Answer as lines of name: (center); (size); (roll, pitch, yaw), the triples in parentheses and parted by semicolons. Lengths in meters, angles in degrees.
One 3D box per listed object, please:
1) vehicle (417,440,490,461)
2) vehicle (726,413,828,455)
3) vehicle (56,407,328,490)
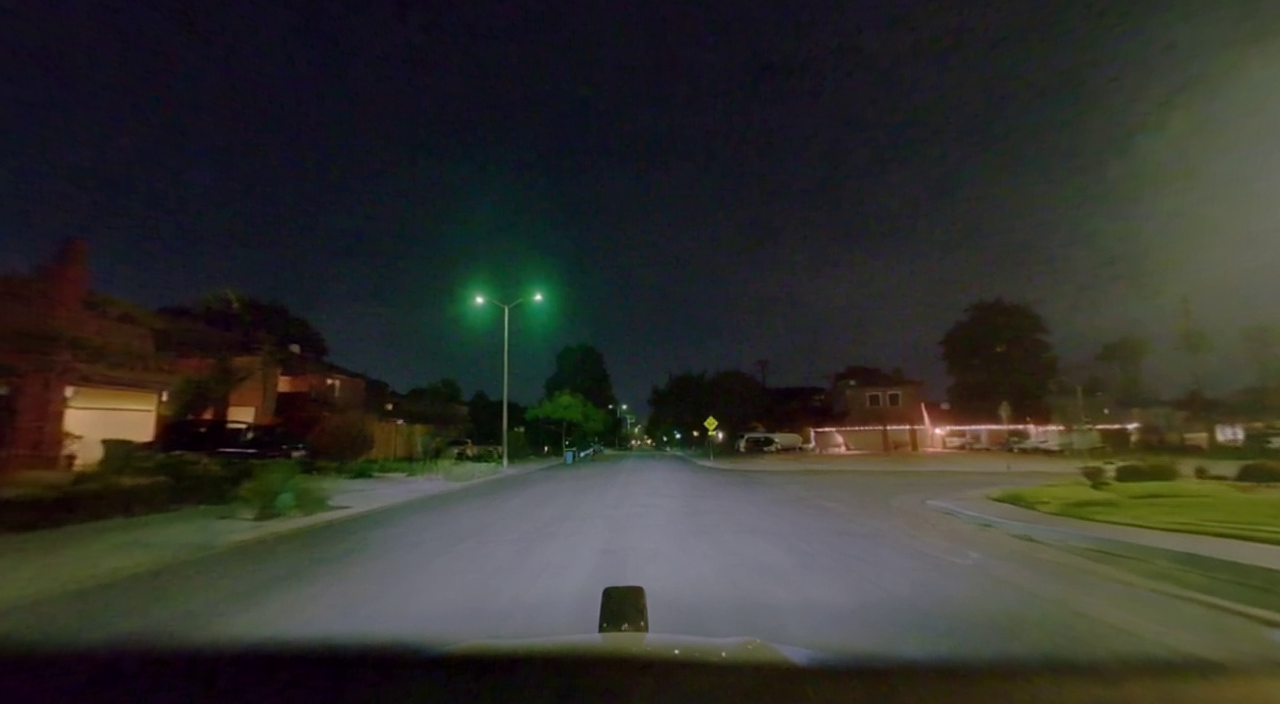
vehicle: (-13.816, 7.322, 46.899); (4.764, 1.514, 1.912); (0, -8, -1)
vehicle: (10.697, 6.462, 49.611); (7.362, 3.227, 2.674); (0, -8, -2)
vehicle: (-13.009, 2.875, 18.790); (5.946, 2.048, 2.595); (3, -8, -3)
